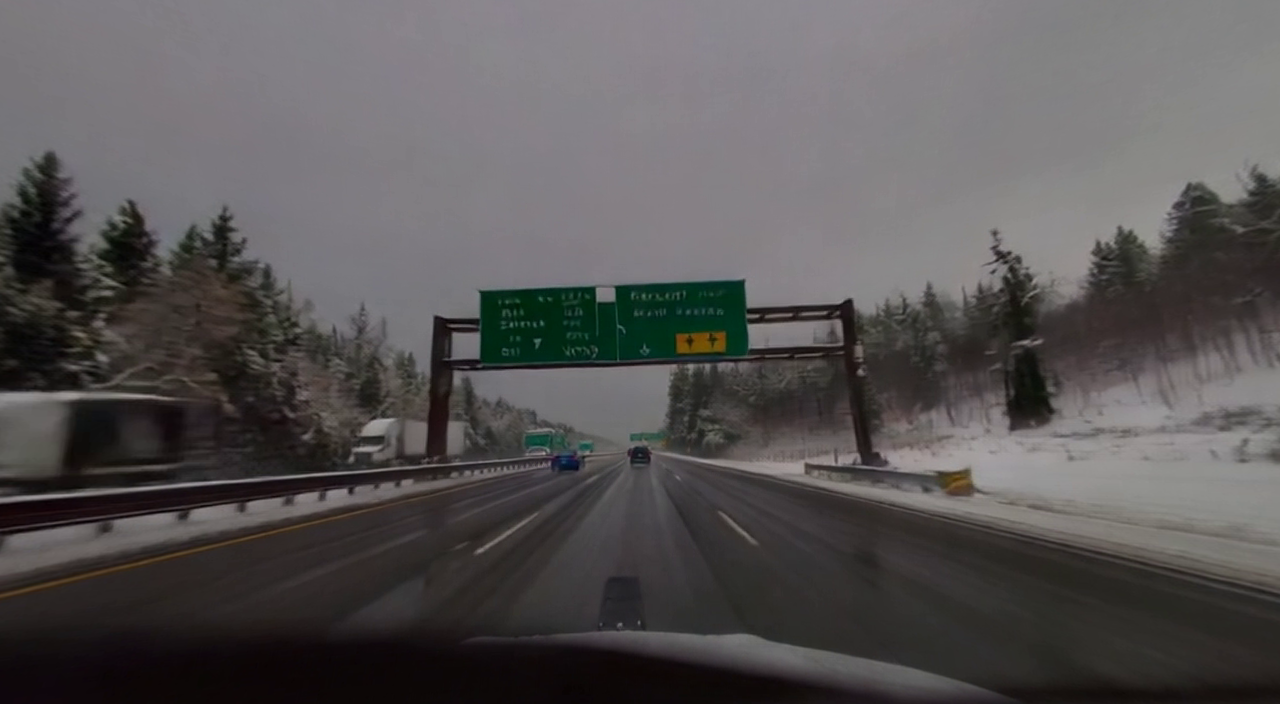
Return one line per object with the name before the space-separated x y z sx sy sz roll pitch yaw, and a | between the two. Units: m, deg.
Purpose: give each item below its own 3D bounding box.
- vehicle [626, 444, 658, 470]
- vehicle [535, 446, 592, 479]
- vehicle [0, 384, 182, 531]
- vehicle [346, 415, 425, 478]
vehicle | 0.113 6.985 42.034 2.011 1.590 3.607 0 -9 0
vehicle | -3.665 5.392 31.151 2.157 1.483 4.601 0 -9 1
vehicle | -13.610 2.236 13.459 2.485 2.795 6.720 0 -9 0
vehicle | -17.571 6.594 44.023 2.969 4.056 6.010 0 -9 0
